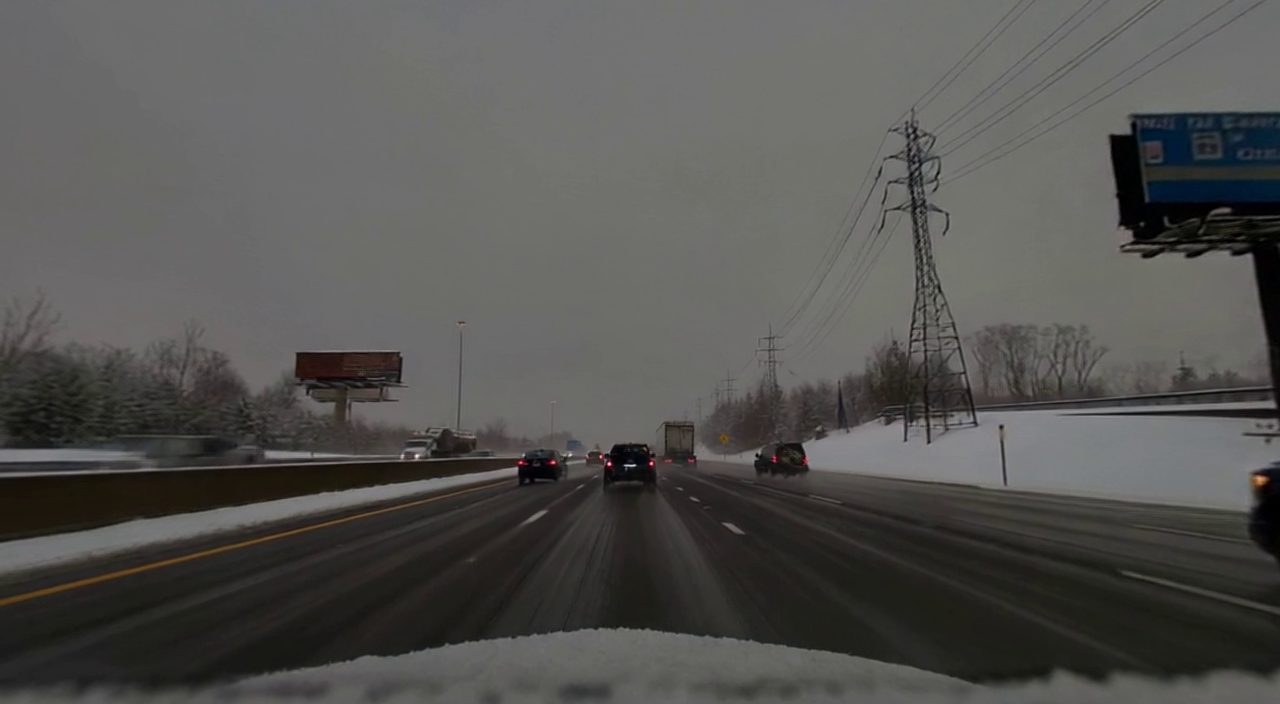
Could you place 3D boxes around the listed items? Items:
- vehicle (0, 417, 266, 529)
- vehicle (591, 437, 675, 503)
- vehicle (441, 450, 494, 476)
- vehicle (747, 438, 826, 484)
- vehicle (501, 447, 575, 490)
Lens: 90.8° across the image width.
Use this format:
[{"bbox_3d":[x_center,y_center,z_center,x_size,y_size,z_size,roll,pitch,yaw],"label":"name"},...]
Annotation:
[{"bbox_3d":[-10.520,2.332,12.790,2.244,1.729,5.864,0,-9,1],"label":"vehicle"},{"bbox_3d":[-0.207,3.393,18.536,2.191,1.685,4.015,0,-9,-1],"label":"vehicle"},{"bbox_3d":[-10.749,6.944,39.629,2.008,1.500,4.376,0,-9,1],"label":"vehicle"},{"bbox_3d":[6.767,5.111,29.919,2.302,1.973,5.502,0,-9,-1],"label":"vehicle"},{"bbox_3d":[-3.834,4.470,24.583,2.025,1.498,4.675,0,-9,1],"label":"vehicle"}]
